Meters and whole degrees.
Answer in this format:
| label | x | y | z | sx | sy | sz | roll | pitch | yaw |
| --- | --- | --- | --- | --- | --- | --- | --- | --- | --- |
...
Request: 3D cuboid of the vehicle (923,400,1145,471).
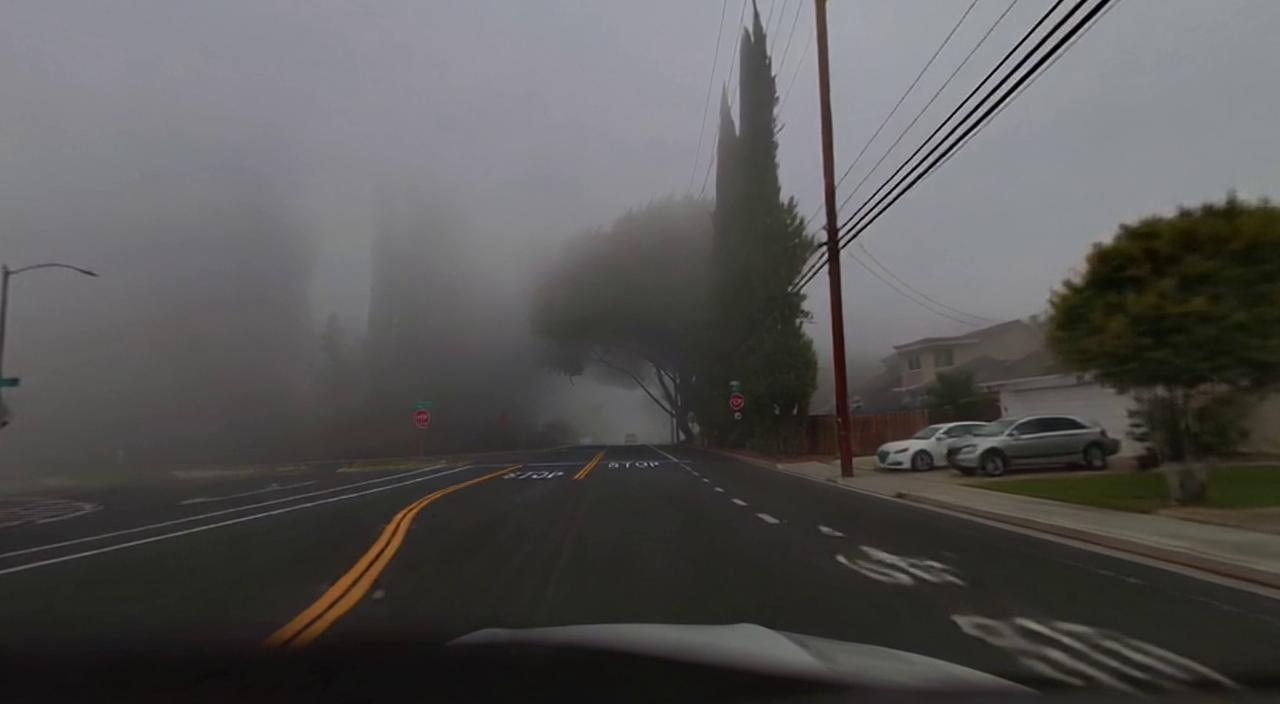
| label | x | y | z | sx | sy | sz | roll | pitch | yaw |
| --- | --- | --- | --- | --- | --- | --- | --- | --- | --- |
| vehicle | 10.572 | 2.311 | 17.319 | 4.544 | 1.807 | 2.204 | -1 | -9 | 3 |
